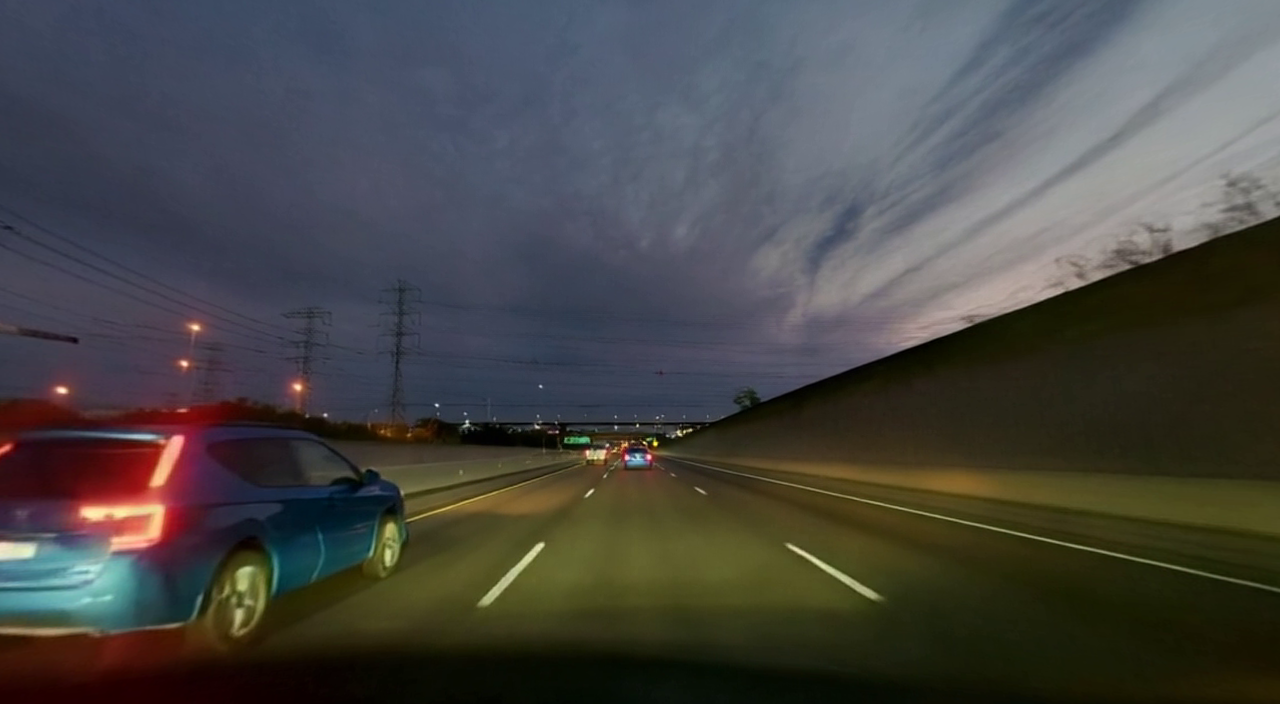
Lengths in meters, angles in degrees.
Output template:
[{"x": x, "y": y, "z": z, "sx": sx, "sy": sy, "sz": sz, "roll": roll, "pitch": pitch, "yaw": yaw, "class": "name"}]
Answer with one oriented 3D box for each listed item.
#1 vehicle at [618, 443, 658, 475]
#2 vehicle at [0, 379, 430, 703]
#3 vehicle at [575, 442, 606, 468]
[{"x": -0.122, "y": 5.739, "z": 33.813, "sx": 2.004, "sy": 1.615, "sz": 4.113, "roll": 0, "pitch": -9, "yaw": -1, "class": "vehicle"}, {"x": -3.220, "y": 1.196, "z": 4.620, "sx": 1.987, "sy": 1.548, "sz": 3.981, "roll": 0, "pitch": -9, "yaw": -1, "class": "vehicle"}, {"x": -3.792, "y": 7.994, "z": 48.913, "sx": 2.077, "sy": 1.884, "sz": 4.961, "roll": 0, "pitch": -9, "yaw": 0, "class": "vehicle"}]
